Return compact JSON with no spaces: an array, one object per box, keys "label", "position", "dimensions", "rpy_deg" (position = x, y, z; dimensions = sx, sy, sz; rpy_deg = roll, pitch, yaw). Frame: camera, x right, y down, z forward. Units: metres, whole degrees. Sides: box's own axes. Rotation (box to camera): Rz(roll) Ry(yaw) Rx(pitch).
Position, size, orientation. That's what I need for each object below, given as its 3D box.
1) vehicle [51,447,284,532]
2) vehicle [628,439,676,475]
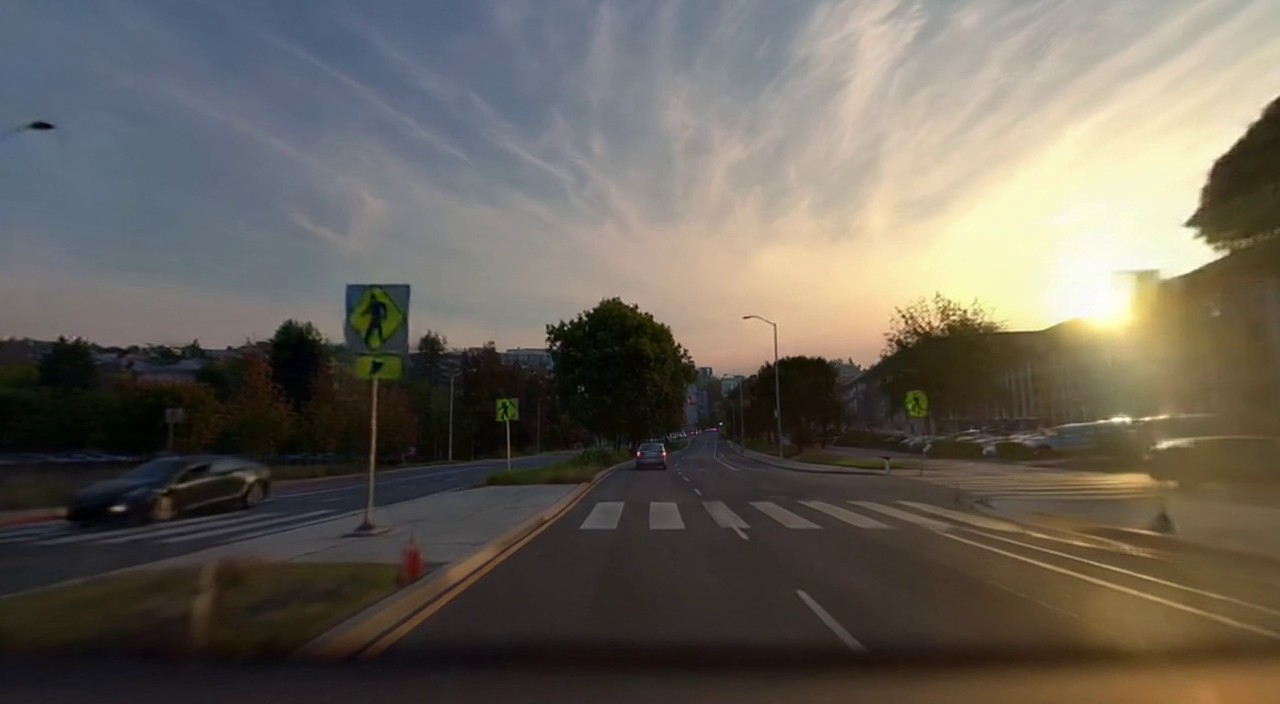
[{"label":"vehicle","position":[-10.451,3.011,14.484],"dimensions":[2.197,1.606,4.034],"rpy_deg":[0,-8,0]},{"label":"vehicle","position":[0.610,5.075,30.691],"dimensions":[2.158,1.600,3.865],"rpy_deg":[-1,-8,2]}]
